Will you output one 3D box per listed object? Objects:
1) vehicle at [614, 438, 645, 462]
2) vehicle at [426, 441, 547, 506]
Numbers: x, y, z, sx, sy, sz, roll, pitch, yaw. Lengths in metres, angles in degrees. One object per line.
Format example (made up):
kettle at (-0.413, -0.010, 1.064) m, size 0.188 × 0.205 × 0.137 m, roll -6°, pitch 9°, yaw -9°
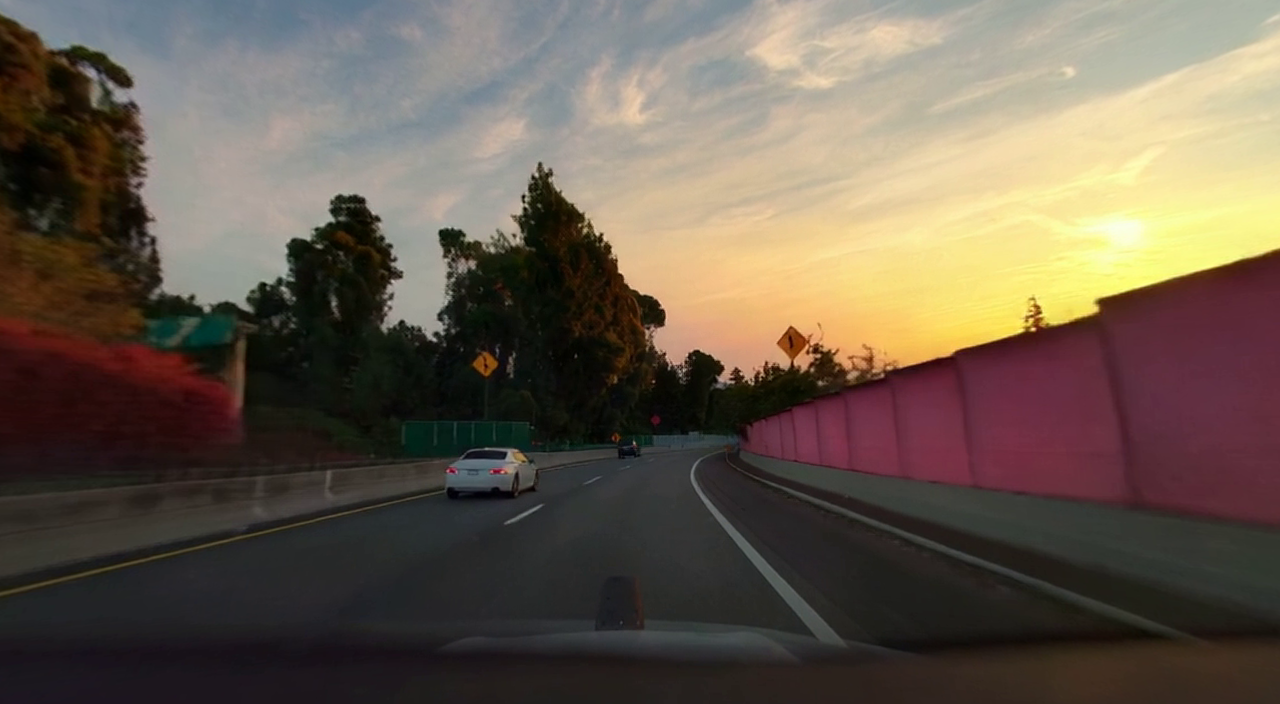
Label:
vehicle at (-0.750, 7.384, 47.551) m, size 1.833 × 1.697 × 3.984 m, roll -1°, pitch -9°, yaw 7°
vehicle at (-3.654, 2.968, 15.862) m, size 1.746 × 1.405 × 4.339 m, roll -1°, pitch -9°, yaw 3°
